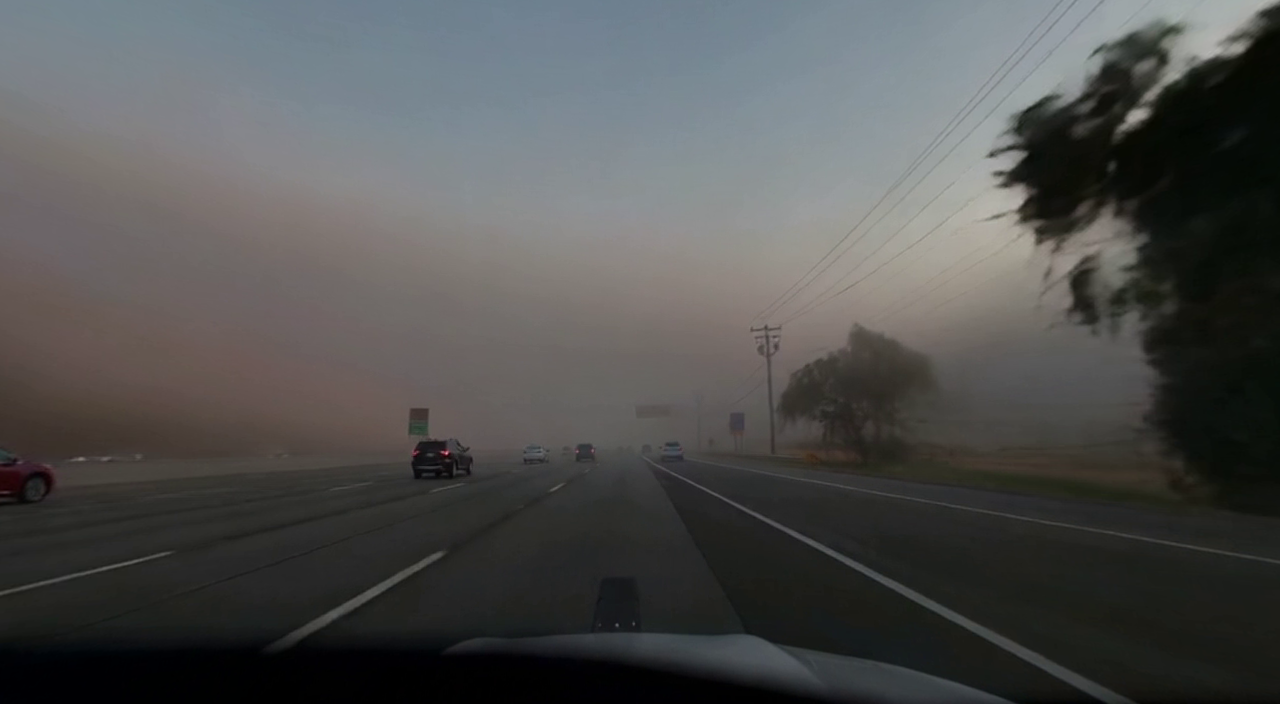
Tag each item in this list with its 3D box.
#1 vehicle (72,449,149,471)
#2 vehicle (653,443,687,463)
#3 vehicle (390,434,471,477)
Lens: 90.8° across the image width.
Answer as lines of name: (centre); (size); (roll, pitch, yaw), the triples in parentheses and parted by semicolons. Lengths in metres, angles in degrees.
vehicle: (-38.738, 7.896, 46.379); (1.767, 1.496, 4.501); (0, -9, -1)
vehicle: (2.150, 7.434, 46.721); (2.015, 1.391, 3.897); (1, -9, -5)
vehicle: (-9.681, 4.842, 29.770); (2.115, 1.799, 5.444); (0, -9, -2)
